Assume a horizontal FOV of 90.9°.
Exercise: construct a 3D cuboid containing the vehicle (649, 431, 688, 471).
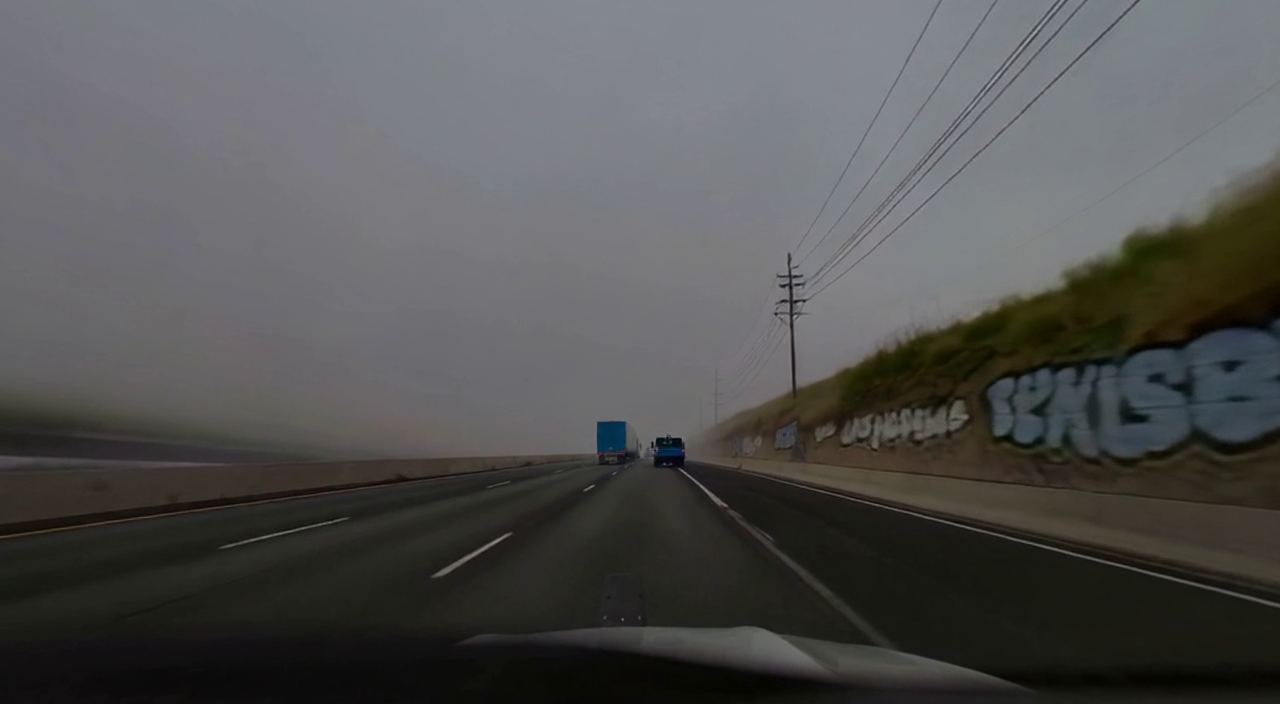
[{"bbox_3d":[1.935,7.083,45.084,2.462,2.627,5.799,0,-9,-1],"label":"vehicle"}]
